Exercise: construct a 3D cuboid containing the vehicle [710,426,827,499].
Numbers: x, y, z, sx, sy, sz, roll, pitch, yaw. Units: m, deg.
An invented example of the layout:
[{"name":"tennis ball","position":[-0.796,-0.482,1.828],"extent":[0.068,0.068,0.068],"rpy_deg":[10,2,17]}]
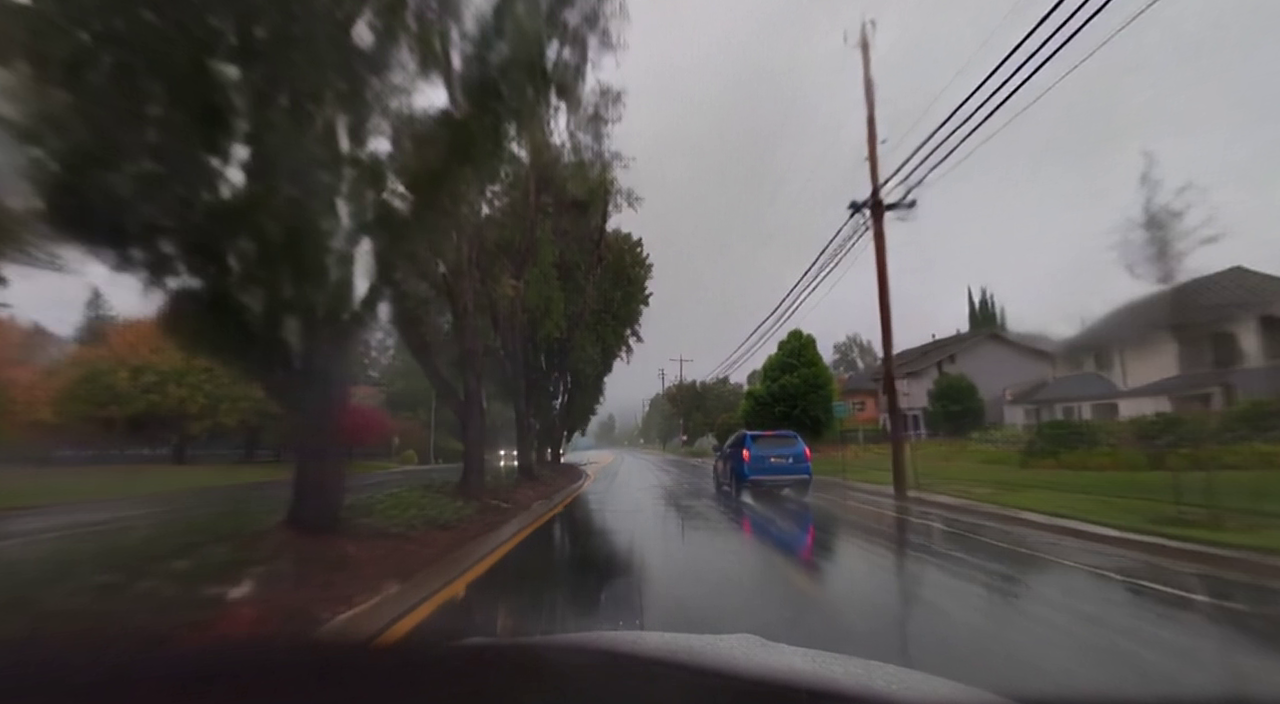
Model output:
[{"name":"vehicle","position":[3.440,3.100,18.078],"extent":[2.193,1.777,4.772],"rpy_deg":[0,-9,-2]}]
